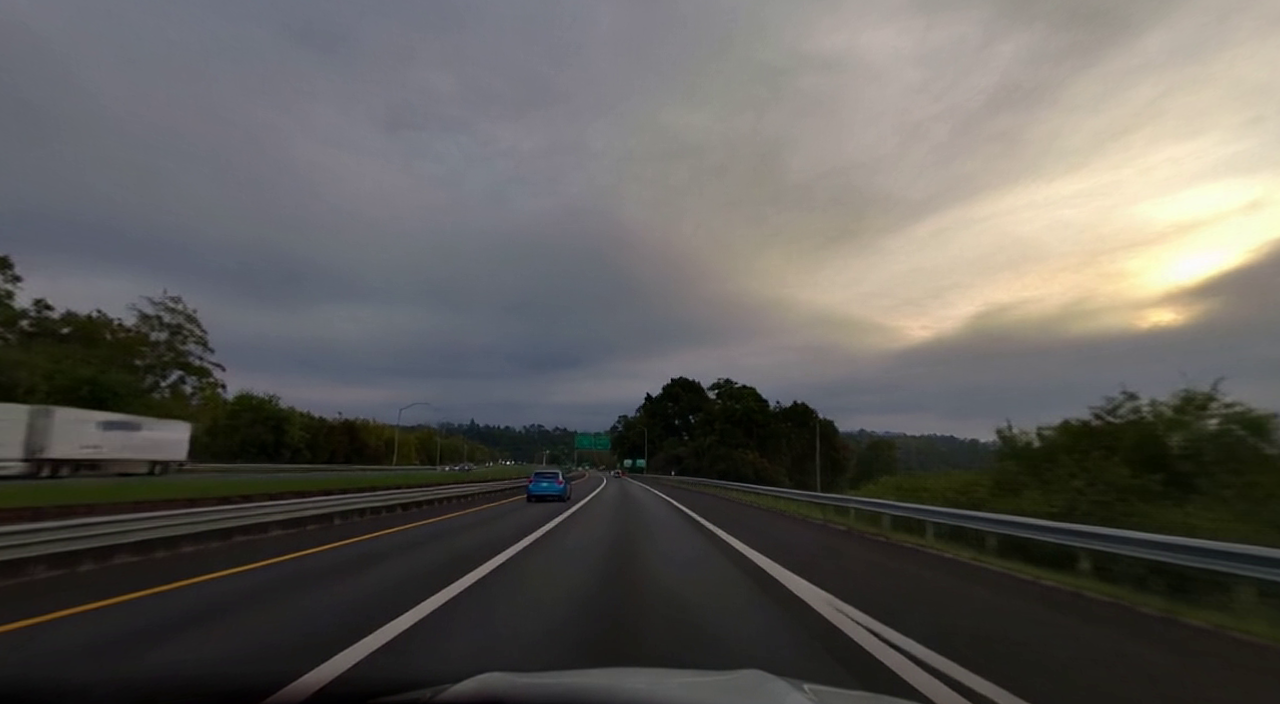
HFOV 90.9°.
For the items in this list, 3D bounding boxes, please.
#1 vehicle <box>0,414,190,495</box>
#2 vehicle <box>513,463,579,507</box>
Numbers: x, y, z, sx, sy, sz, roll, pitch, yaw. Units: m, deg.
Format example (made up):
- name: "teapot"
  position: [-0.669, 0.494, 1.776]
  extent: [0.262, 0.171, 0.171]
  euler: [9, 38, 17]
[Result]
- name: "vehicle"
  position: [-29.937, 5.500, 33.218]
  extent: [2.779, 3.484, 14.467]
  euler: [1, -11, -4]
- name: "vehicle"
  position: [-3.640, 5.238, 25.120]
  extent: [1.967, 1.556, 4.364]
  euler: [1, -10, 0]
